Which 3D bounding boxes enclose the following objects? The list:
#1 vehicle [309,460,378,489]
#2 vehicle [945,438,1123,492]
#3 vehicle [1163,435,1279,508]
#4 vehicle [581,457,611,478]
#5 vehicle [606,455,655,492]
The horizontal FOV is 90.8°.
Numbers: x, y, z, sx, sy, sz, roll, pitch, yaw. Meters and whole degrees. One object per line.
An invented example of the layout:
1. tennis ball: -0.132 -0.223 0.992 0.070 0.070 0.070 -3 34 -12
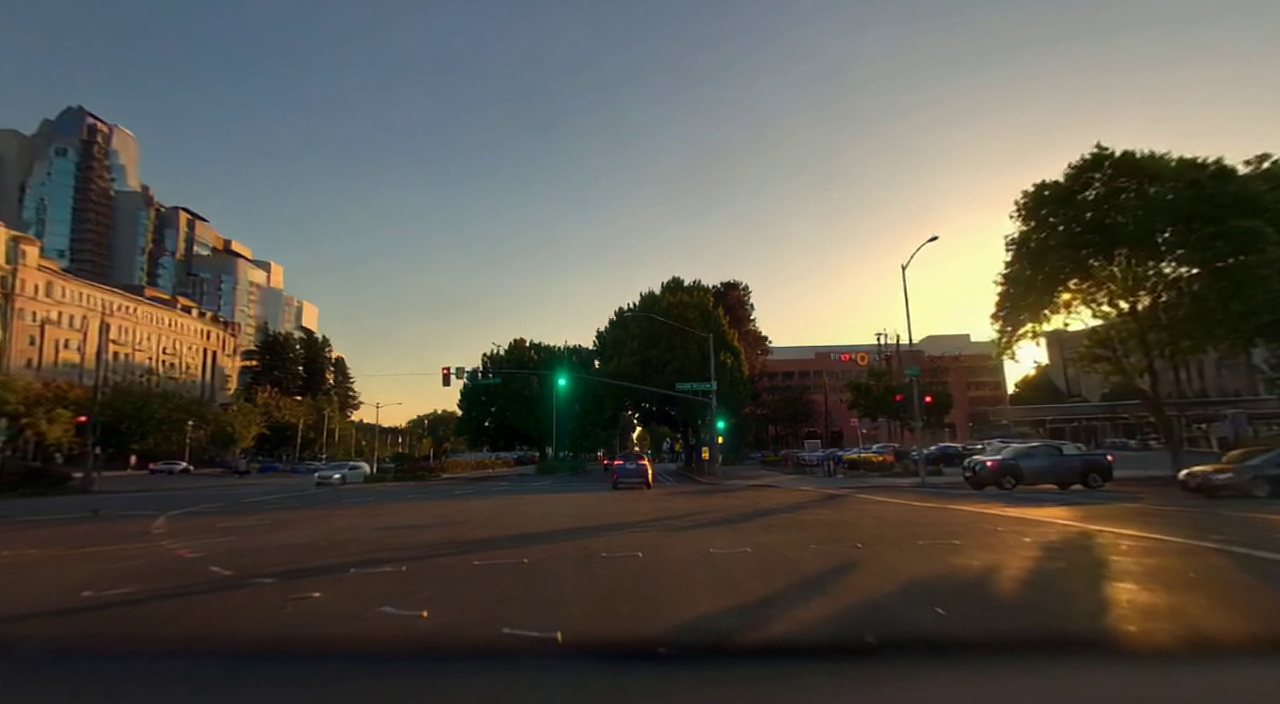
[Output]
1. vehicle: -18.250 7.542 39.151 1.925 1.497 4.788 0 -8 1
2. vehicle: 14.420 4.145 23.356 5.174 1.878 2.000 0 -8 -1
3. vehicle: 14.784 2.574 13.911 4.801 1.473 1.922 0 -8 -1
4. vehicle: -3.393 9.010 49.593 1.967 1.504 4.101 0 -8 1
5. vehicle: -0.391 5.536 29.088 2.115 1.461 3.976 0 -8 1
